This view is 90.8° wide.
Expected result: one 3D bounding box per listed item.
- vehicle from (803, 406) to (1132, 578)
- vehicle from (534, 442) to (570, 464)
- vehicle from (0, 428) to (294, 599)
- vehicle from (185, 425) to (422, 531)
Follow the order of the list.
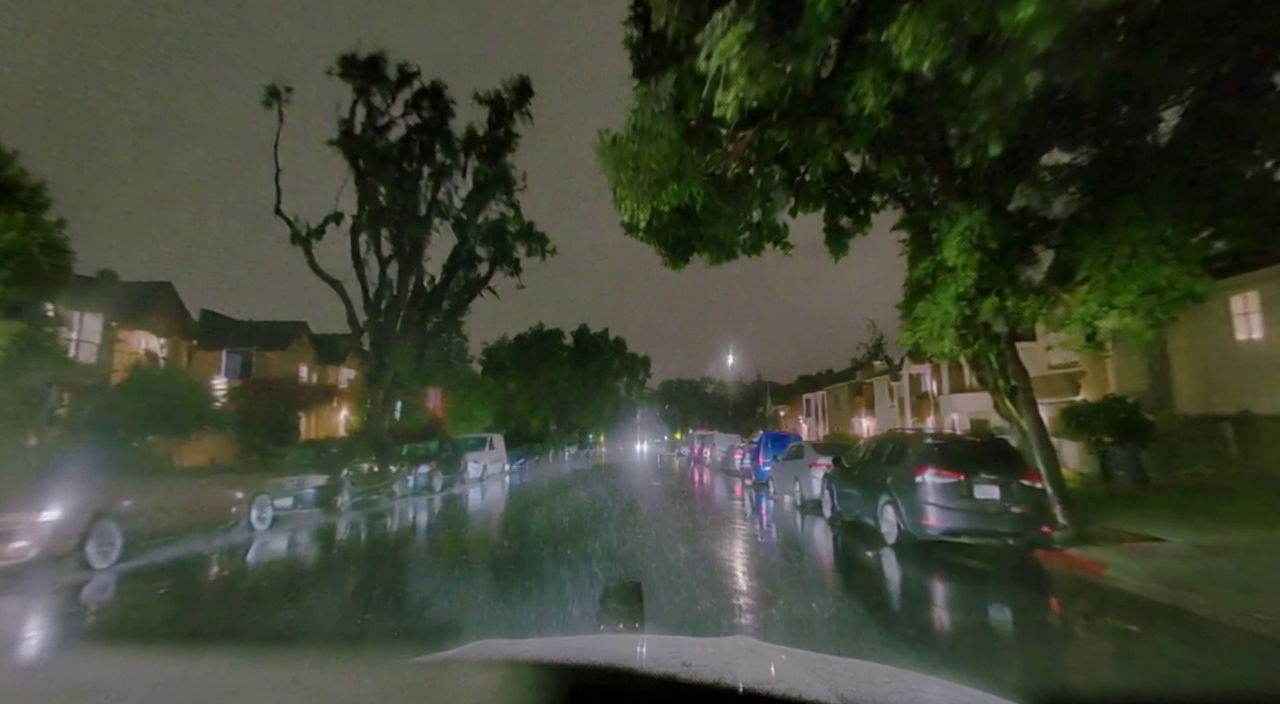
[{"bbox_3d":[3.983,1.760,8.993,1.903,1.714,5.092,0,-8,-1],"label":"vehicle"},{"bbox_3d":[-6.447,7.431,46.851,1.869,1.467,4.921,-1,-8,1],"label":"vehicle"},{"bbox_3d":[-7.133,1.984,8.863,1.898,1.715,4.537,-3,-7,2],"label":"vehicle"},{"bbox_3d":[-7.130,2.738,14.476,1.965,1.797,6.086,-3,-9,2],"label":"vehicle"}]
